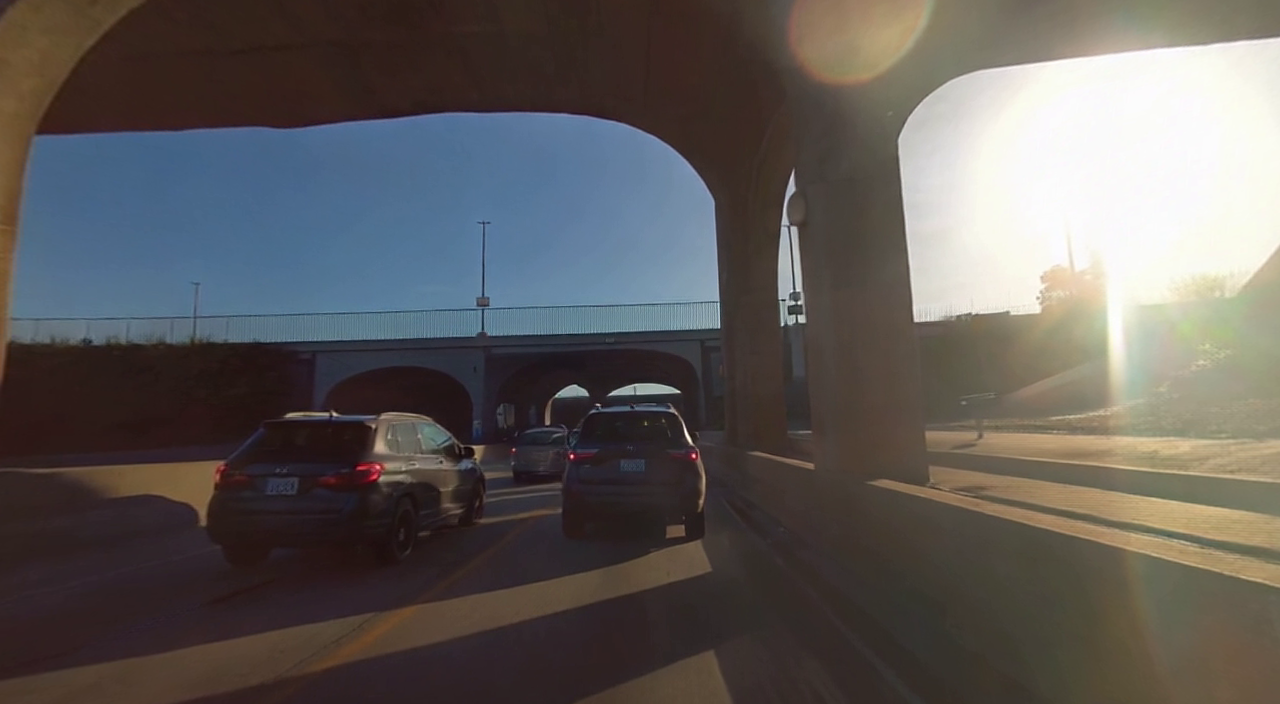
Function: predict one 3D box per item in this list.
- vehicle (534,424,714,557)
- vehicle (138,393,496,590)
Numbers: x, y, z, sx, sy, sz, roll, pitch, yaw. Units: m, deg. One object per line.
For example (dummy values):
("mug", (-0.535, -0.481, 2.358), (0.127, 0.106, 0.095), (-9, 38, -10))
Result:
("vehicle", (-0.096, 1.863, 9.205), (2.020, 1.478, 4.092), (-1, -8, 3))
("vehicle", (-3.454, 1.595, 8.041), (2.017, 1.761, 4.572), (0, -8, 2))
